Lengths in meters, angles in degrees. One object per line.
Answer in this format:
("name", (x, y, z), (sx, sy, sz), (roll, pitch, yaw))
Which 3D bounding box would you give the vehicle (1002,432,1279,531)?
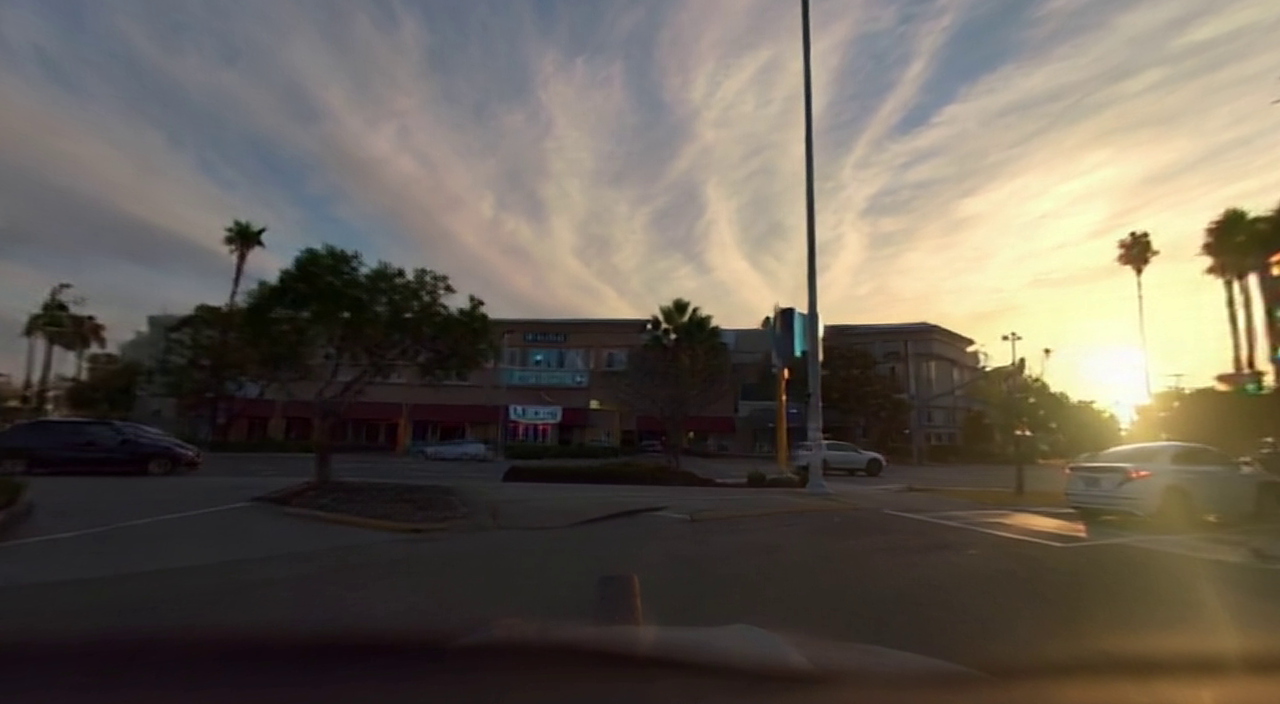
("vehicle", (9.706, 2.467, 12.609), (1.870, 1.611, 3.978), (3, -9, -17))

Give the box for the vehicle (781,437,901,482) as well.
("vehicle", (8.342, 4.467, 26.369), (4.211, 1.756, 2.158), (3, -9, -17))
